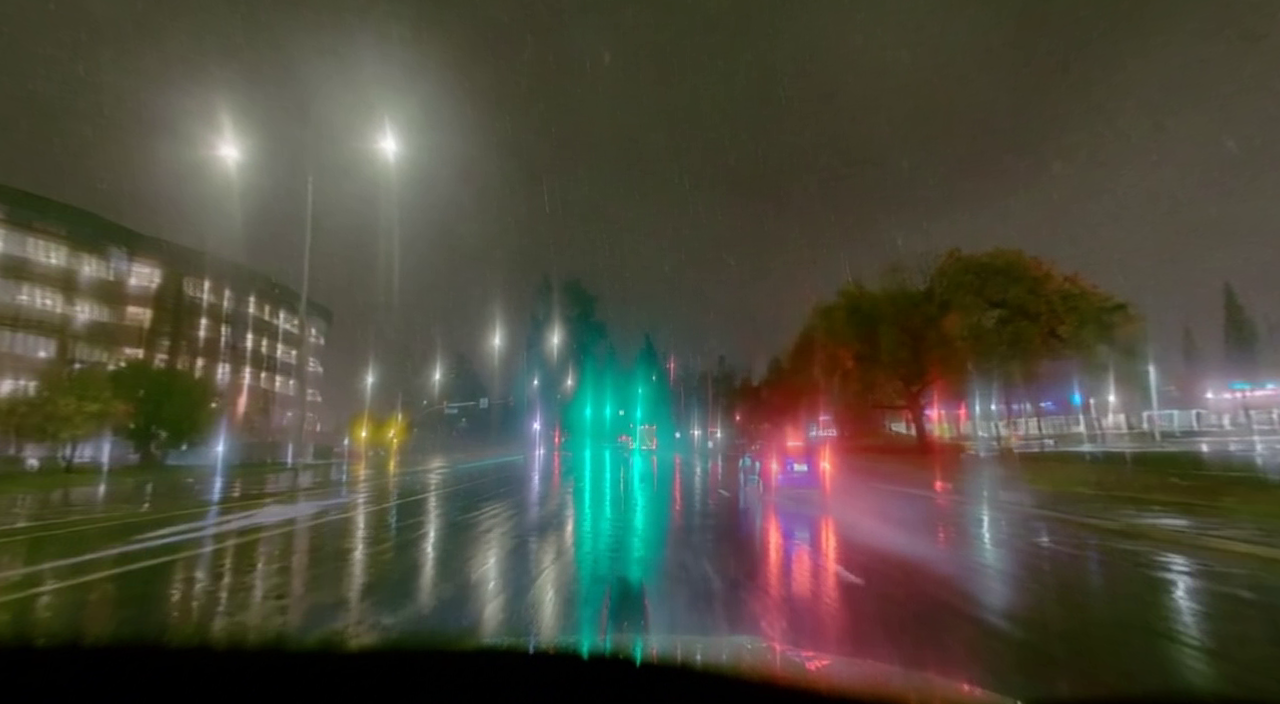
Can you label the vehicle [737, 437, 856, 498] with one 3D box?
[{"bbox_3d":[4.100,3.111,17.444,2.005,1.442,4.675,0,-8,-1],"label":"vehicle"}]
